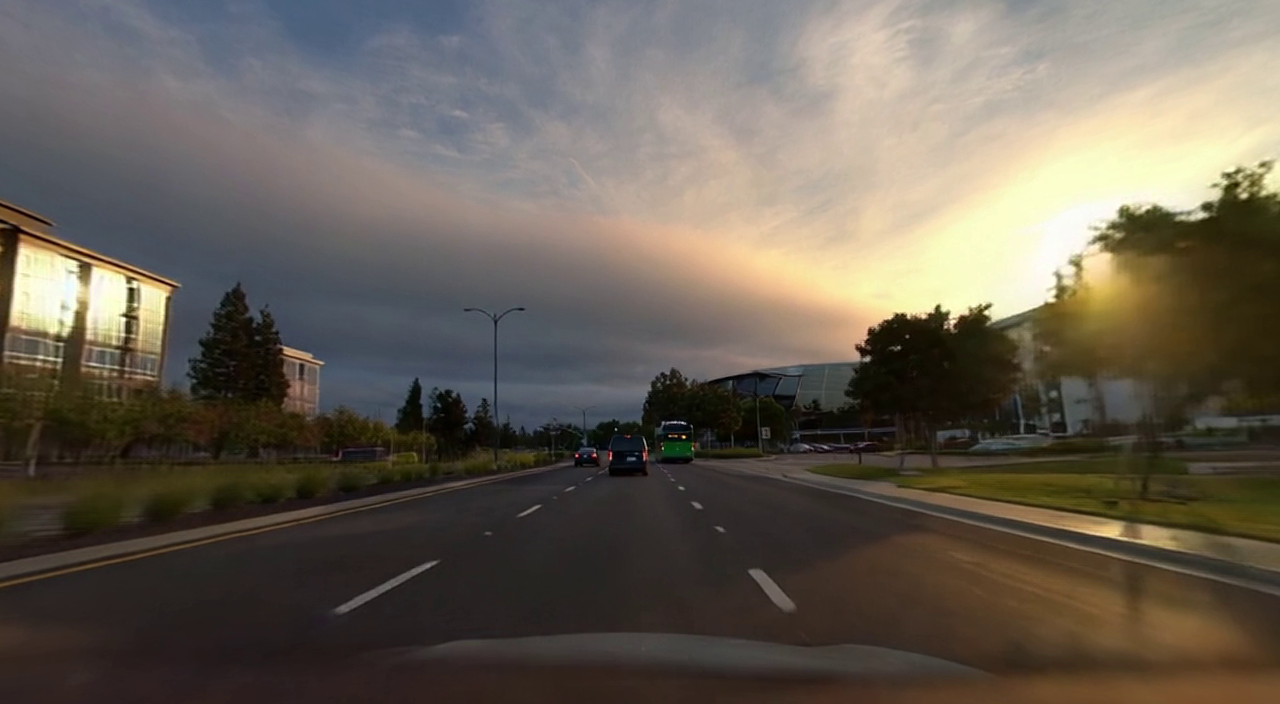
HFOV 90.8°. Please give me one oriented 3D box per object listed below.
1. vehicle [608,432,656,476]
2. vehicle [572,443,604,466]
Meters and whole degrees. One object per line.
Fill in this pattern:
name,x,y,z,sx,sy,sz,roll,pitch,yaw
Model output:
vehicle,-0.346,5.366,33.513,2.336,2.122,5.207,0,-9,1
vehicle,-4.014,7.979,49.149,2.109,1.672,4.256,0,-9,1
